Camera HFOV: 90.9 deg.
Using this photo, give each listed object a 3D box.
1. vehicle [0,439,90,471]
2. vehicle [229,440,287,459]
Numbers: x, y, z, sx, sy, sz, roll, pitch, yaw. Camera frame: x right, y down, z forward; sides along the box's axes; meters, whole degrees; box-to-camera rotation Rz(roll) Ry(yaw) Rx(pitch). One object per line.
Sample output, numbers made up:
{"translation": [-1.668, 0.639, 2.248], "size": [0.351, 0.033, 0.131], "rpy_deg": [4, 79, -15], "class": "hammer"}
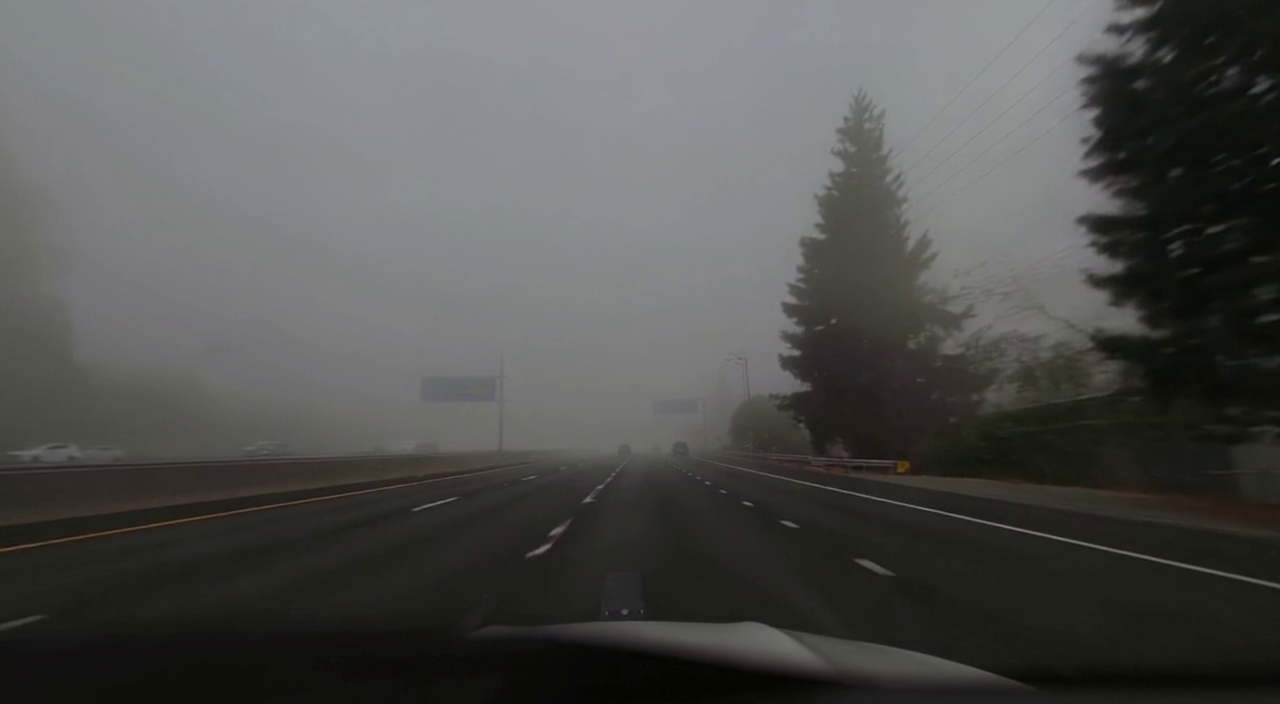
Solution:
{"translation": [-30.500, 5.131, 31.679], "size": [1.717, 1.466, 4.377], "rpy_deg": [0, -8, 0], "class": "vehicle"}
{"translation": [-29.994, 7.665, 49.660], "size": [1.777, 1.476, 4.493], "rpy_deg": [0, -8, 0], "class": "vehicle"}
